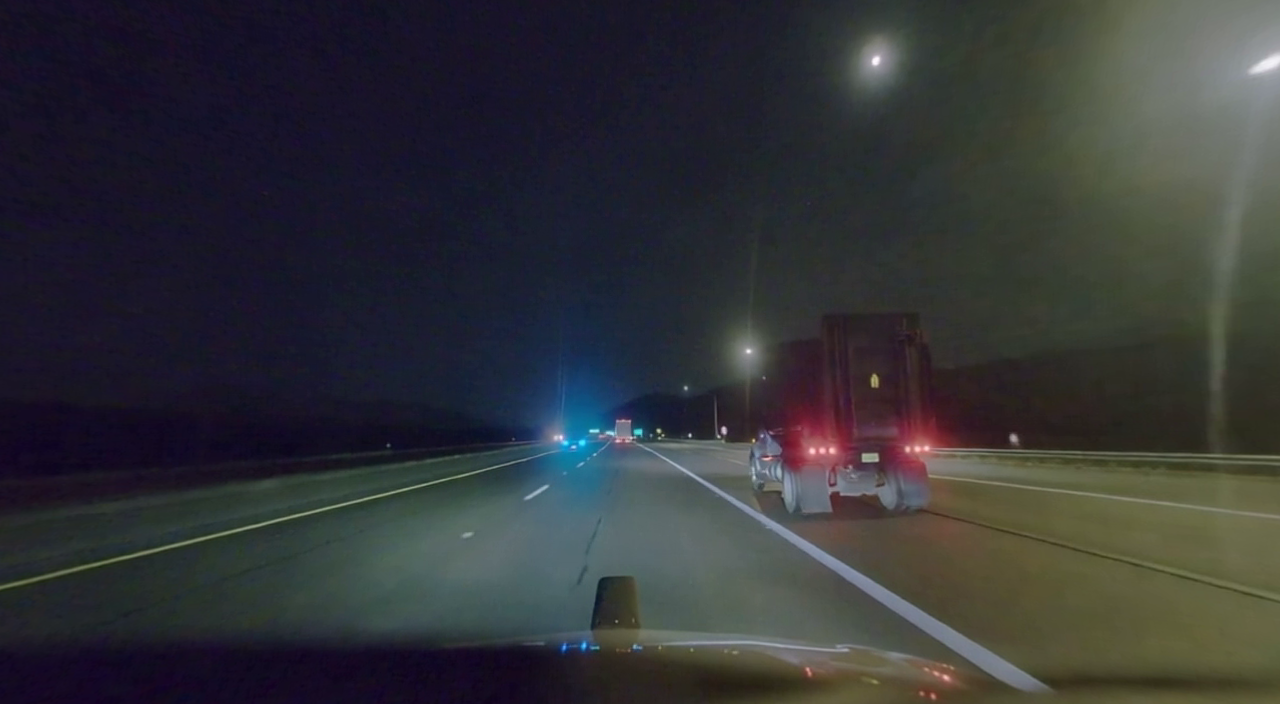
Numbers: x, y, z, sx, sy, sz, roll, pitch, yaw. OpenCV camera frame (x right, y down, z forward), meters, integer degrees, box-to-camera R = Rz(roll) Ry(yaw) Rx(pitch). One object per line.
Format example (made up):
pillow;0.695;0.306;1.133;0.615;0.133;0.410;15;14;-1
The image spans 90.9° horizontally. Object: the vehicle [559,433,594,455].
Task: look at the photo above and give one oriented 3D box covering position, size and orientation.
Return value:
vehicle;-4.733;6.879;47.418;2.302;1.523;4.383;0;-8;-1
